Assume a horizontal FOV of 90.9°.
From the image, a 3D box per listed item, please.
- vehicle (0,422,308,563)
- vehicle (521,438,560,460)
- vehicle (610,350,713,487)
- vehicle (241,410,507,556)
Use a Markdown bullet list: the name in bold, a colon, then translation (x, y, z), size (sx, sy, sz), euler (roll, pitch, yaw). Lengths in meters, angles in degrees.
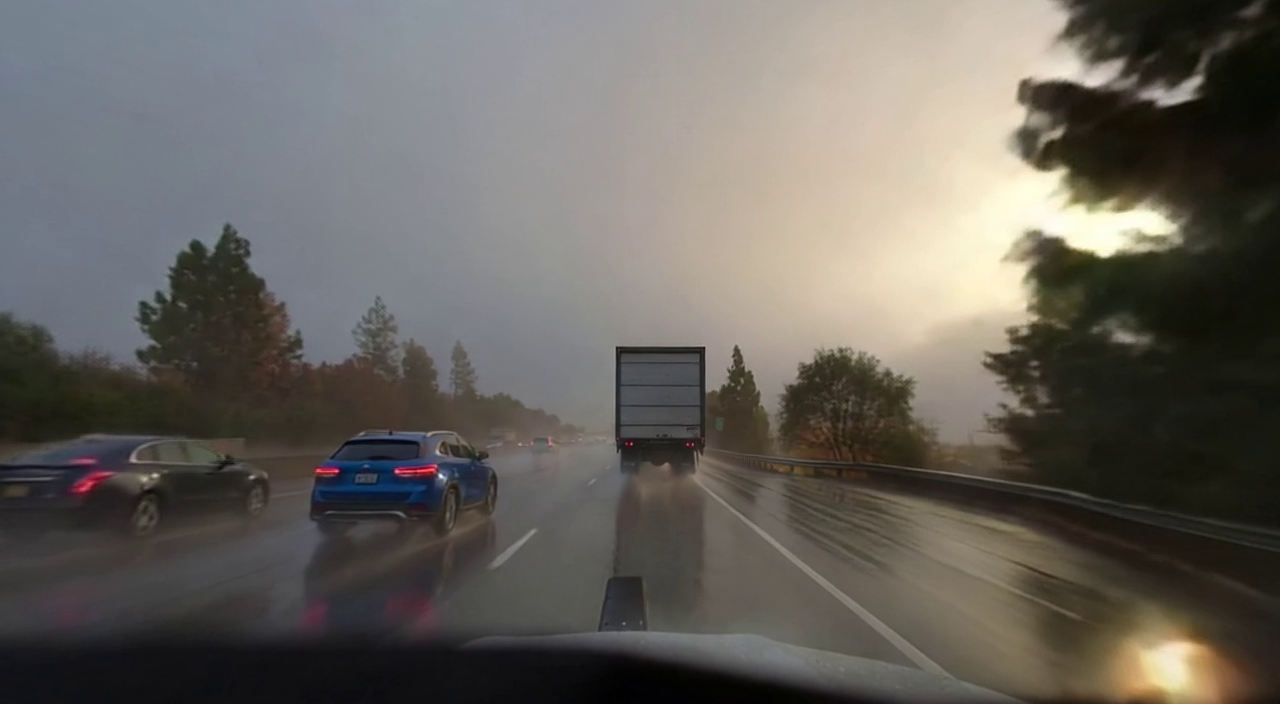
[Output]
- **vehicle**: translation (-7.222, 1.847, 9.160), size (2.063, 1.480, 4.842), euler (0, -8, 2)
- **vehicle**: translation (-6.711, 6.581, 42.892), size (1.882, 1.451, 4.416), euler (0, -8, 1)
- **vehicle**: translation (0.655, 2.630, 23.154), size (2.870, 3.841, 10.653), euler (0, -8, 1)
- **vehicle**: translation (-3.524, 1.825, 9.467), size (2.077, 1.671, 4.249), euler (0, -8, 1)
